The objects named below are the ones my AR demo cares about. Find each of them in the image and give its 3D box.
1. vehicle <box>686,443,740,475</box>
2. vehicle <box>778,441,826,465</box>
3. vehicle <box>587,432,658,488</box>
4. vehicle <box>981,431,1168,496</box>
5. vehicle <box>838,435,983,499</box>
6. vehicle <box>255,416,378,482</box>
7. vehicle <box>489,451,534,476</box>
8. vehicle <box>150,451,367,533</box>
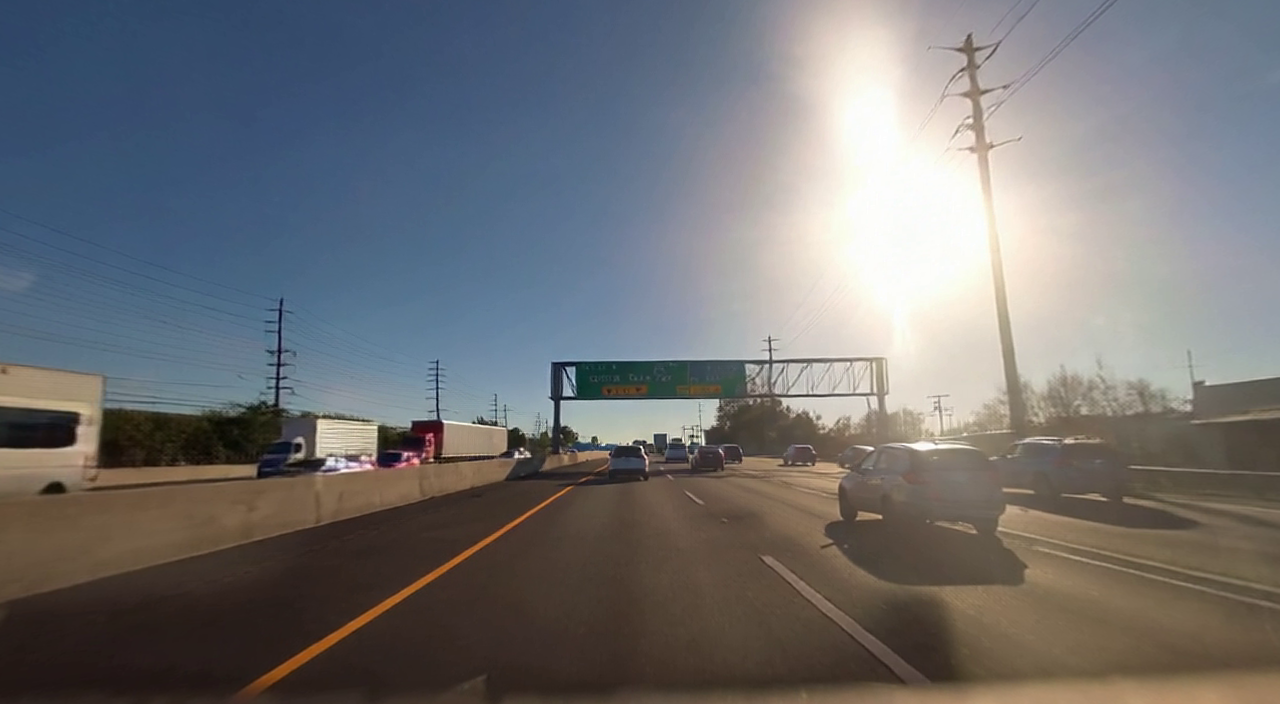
[{"bbox_3d":[3.573,5.311,31.697,1.934,1.461,4.368,0,-9,-4],"label":"vehicle"},{"bbox_3d":[10.692,6.679,41.982,1.901,1.485,4.483,0,-9,-2],"label":"vehicle"},{"bbox_3d":[-0.581,3.854,22.854,2.298,1.809,4.359,0,-8,0],"label":"vehicle"},{"bbox_3d":[11.256,2.902,16.819,1.944,1.505,4.138,0,-9,-2],"label":"vehicle"},{"bbox_3d":[7.030,3.017,16.997,1.958,1.473,4.201,0,-9,-1],"label":"vehicle"},{"bbox_3d":[-22.736,6.941,45.470,2.958,4.081,11.148,0,-9,0],"label":"vehicle"},{"bbox_3d":[-8.169,7.125,40.539,1.897,1.470,4.474,0,-9,0],"label":"vehicle"},{"bbox_3d":[-8.181,2.994,14.190,2.086,1.477,4.438,0,-9,0],"label":"vehicle"}]
